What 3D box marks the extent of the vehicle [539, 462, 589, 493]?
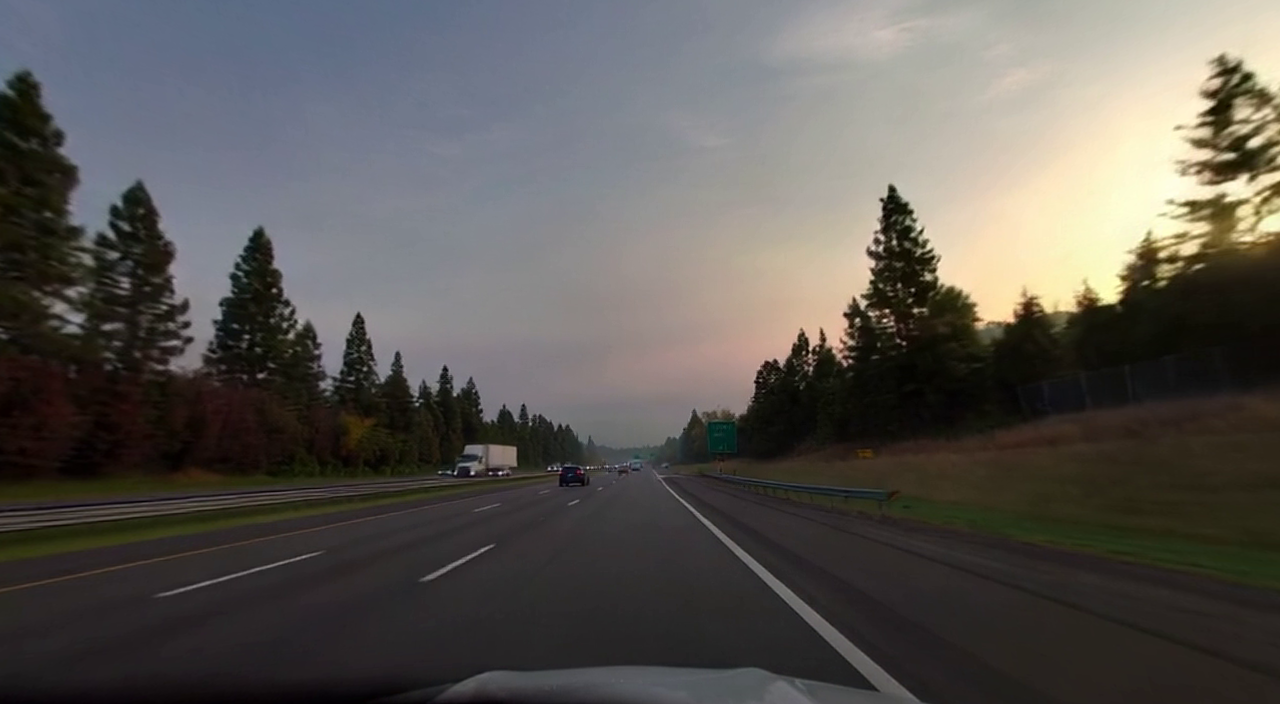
[{"bbox_3d":[-3.894,6.563,33.068,2.043,1.486,4.442,1,-10,0],"label":"vehicle"}]
